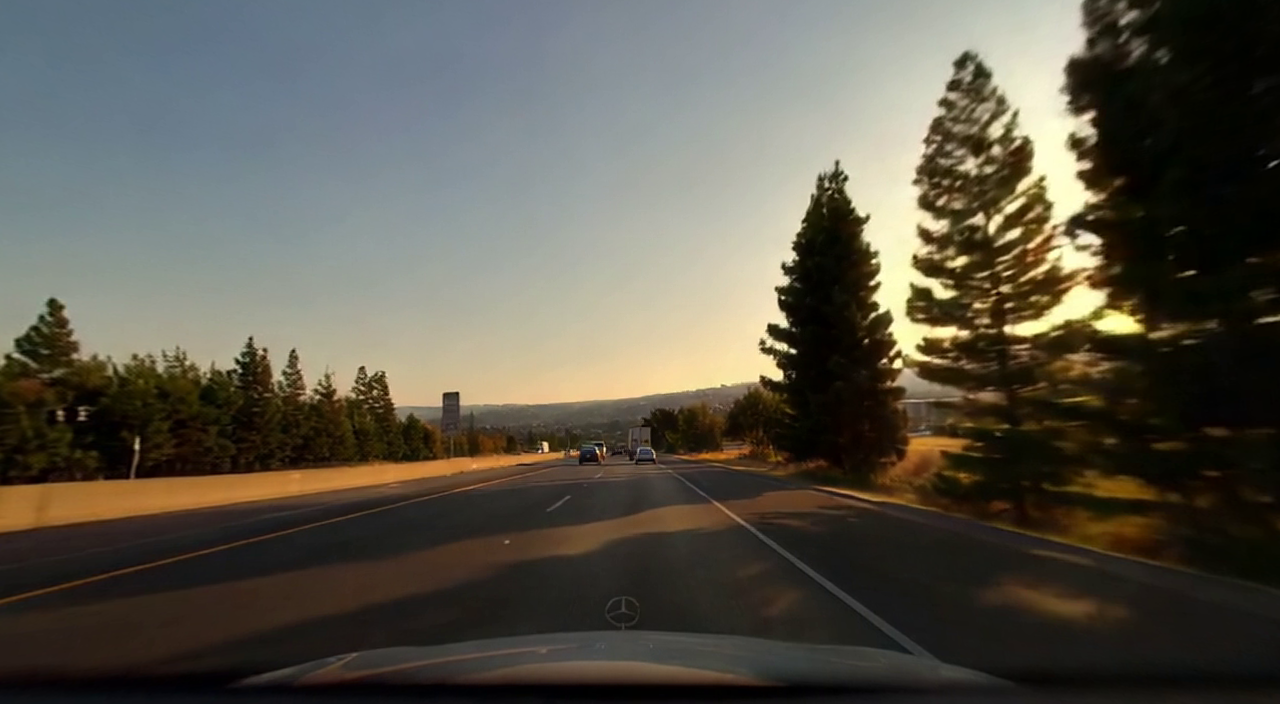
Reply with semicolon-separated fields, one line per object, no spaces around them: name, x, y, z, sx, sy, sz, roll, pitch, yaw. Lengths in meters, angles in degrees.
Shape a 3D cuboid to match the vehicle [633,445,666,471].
vehicle;0.570;6.903;41.307;1.992;1.593;3.937;0;-9;-1
